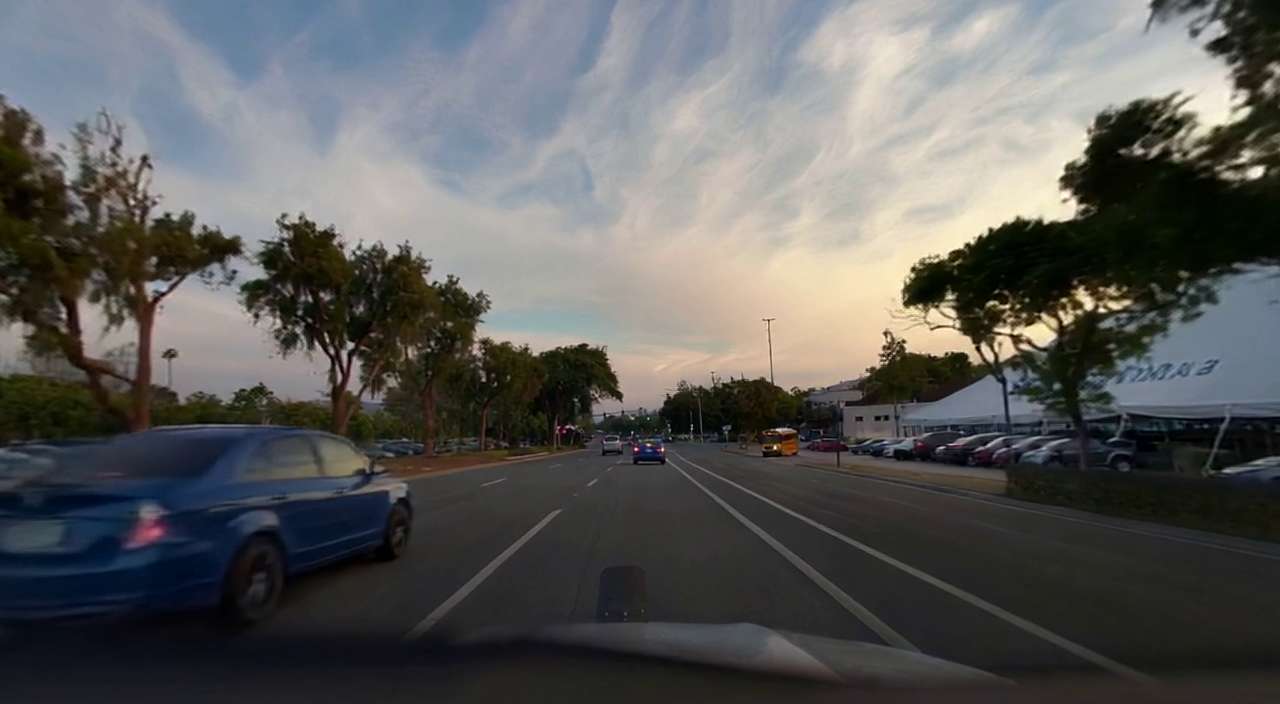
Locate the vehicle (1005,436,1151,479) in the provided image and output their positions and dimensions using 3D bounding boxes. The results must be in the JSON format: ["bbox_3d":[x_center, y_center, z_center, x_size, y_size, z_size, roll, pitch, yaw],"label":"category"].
[{"bbox_3d":[19.019,4.603,27.878,2.229,1.661,5.991,0,-9,1],"label":"vehicle"}]

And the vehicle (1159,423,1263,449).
[{"bbox_3d":[33.202,4.914,36.752,4.215,1.462,1.883,0,-9,-1],"label":"vehicle"}]

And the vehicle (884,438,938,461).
[{"bbox_3d":[19.150,6.926,44.750,1.826,1.532,4.290,0,-9,-1],"label":"vehicle"}]

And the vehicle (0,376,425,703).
[{"bbox_3d":[-3.629,1.252,5.269,2.148,1.636,4.199,0,-9,0],"label":"vehicle"}]

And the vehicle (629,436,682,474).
[{"bbox_3d":[0.592,4.446,27.377,2.123,1.498,4.226,0,-9,0],"label":"vehicle"}]

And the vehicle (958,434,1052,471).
[{"bbox_3d":[19.005,5.270,33.156,1.965,1.749,4.838,0,-9,-1],"label":"vehicle"}]
